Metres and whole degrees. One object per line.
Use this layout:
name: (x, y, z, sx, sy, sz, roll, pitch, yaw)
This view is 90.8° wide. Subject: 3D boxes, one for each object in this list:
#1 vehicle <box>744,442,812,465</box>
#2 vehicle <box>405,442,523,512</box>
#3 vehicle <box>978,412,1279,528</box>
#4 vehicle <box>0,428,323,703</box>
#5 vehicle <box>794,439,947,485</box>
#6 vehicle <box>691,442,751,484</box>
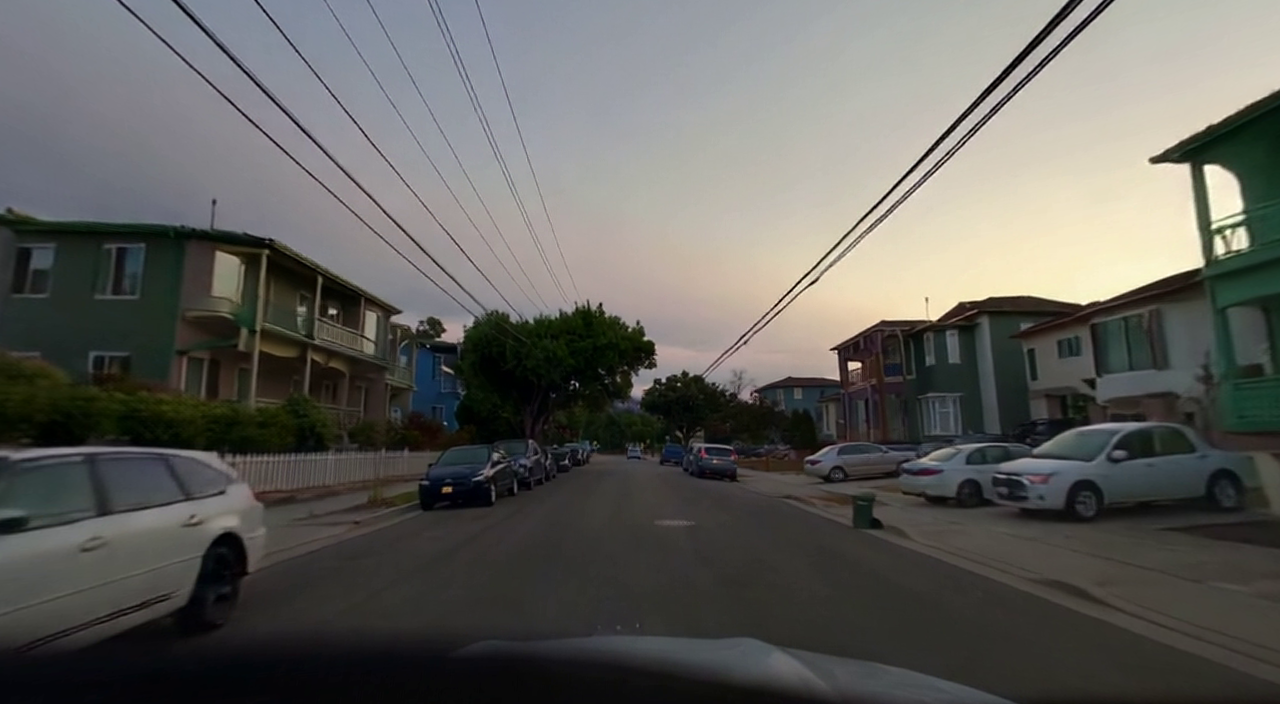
vehicle: (9.305, 6.893, 42.835, 4.148, 1.516, 1.976, 0, -8, -2)
vehicle: (-4.212, 3.024, 15.857, 1.745, 1.490, 4.304, 0, -9, 0)
vehicle: (8.838, 2.047, 11.252, 4.512, 1.841, 1.912, 0, -9, -4)
vehicle: (-4.049, 1.196, 3.645, 1.925, 1.463, 4.700, 0, -9, 1)
vehicle: (7.739, 3.736, 21.597, 4.480, 1.497, 1.884, 0, -9, 1)
vehicle: (3.228, 4.515, 25.938, 1.916, 1.587, 3.986, 0, -9, 0)
